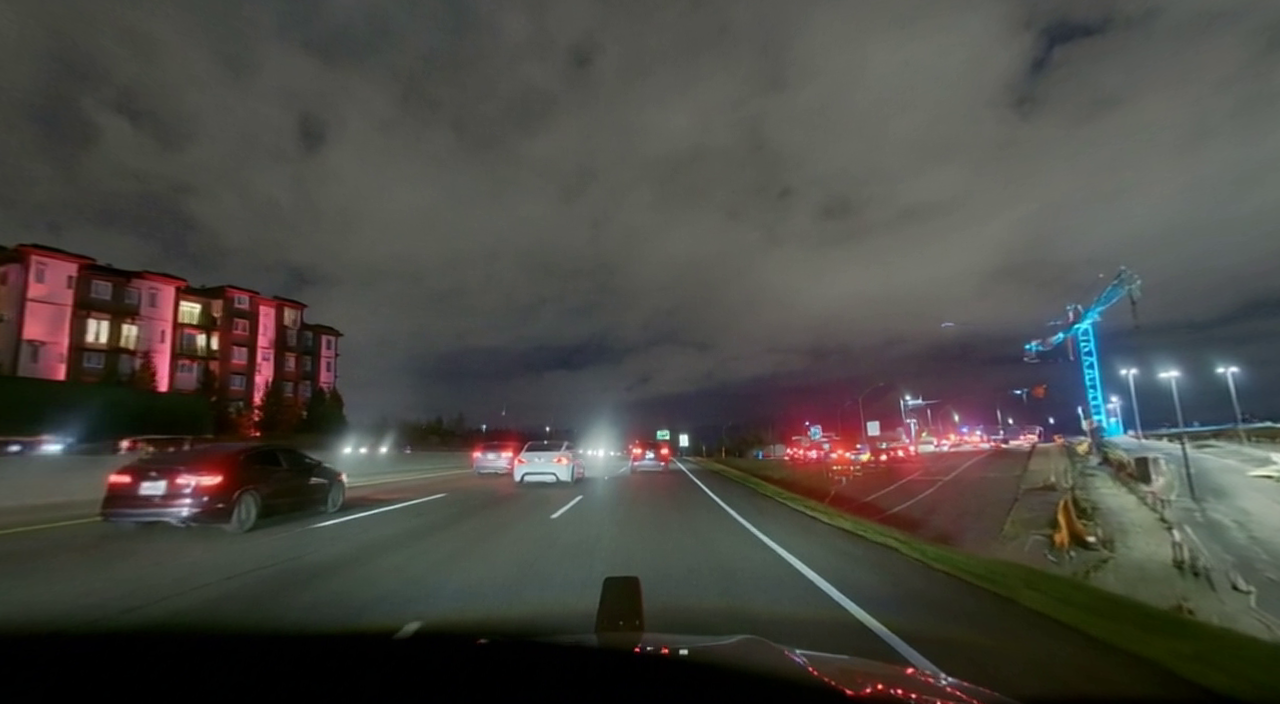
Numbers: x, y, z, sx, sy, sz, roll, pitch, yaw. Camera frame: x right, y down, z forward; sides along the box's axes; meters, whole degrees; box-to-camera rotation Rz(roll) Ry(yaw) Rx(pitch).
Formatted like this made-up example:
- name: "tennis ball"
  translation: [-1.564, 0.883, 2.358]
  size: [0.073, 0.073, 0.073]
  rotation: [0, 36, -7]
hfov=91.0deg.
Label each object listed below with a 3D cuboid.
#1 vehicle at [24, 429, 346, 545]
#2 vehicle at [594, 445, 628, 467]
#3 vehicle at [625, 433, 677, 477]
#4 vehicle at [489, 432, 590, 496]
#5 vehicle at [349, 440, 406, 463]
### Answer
- name: "vehicle"
  translation: [-6.996, 2.092, 10.490]
  size: [1.959, 1.486, 4.460]
  rotation: [0, -8, 1]
- name: "vehicle"
  translation: [-2.033, 7.501, 45.808]
  size: [2.029, 1.497, 3.960]
  rotation: [0, -8, 4]
- name: "vehicle"
  translation: [0.531, 4.522, 27.908]
  size: [2.116, 1.763, 4.352]
  rotation: [0, -8, 2]
- name: "vehicle"
  translation: [-2.860, 3.317, 19.035]
  size: [2.109, 1.657, 4.554]
  rotation: [0, -8, 2]
- name: "vehicle"
  translation: [-18.645, 7.098, 45.004]
  size: [1.838, 1.515, 4.705]
  rotation: [0, -8, 3]
